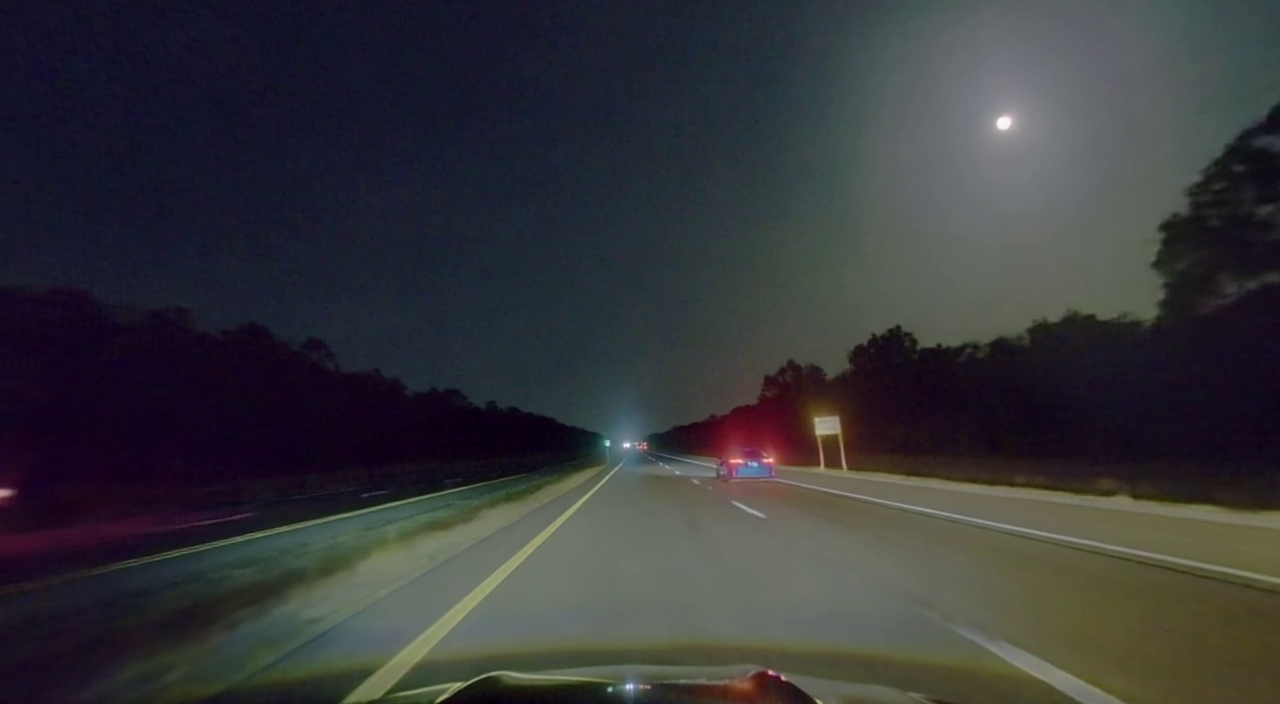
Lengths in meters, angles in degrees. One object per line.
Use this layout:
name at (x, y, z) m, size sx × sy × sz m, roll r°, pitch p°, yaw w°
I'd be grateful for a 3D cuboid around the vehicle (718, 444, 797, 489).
vehicle at (4.144, 4.103, 22.815) m, size 1.981 × 1.440 × 4.125 m, roll 0°, pitch -9°, yaw -1°
